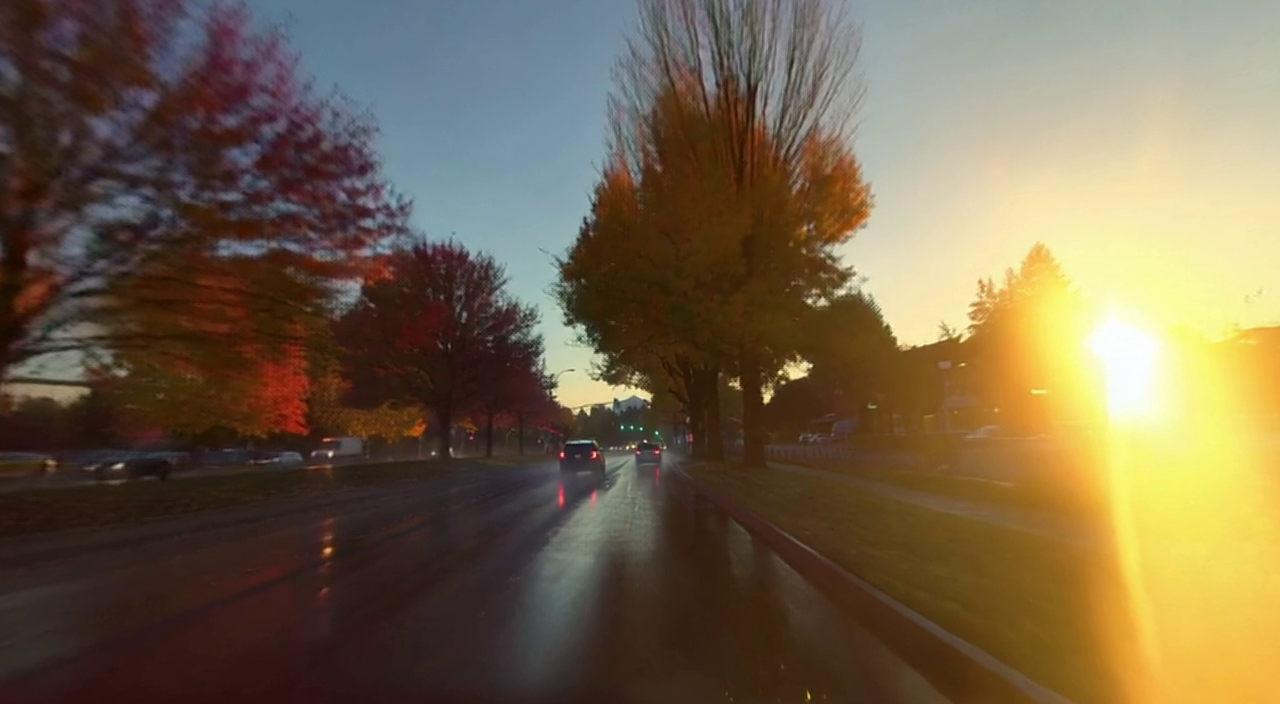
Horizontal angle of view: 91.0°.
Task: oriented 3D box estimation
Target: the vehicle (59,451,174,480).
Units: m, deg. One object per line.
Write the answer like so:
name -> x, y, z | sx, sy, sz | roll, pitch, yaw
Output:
vehicle -> -30.505, 6.606, 36.986 | 1.822, 1.522, 5.556 | 0, -9, 2

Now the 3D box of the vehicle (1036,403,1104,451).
vehicle -> 23.133, 4.096, 33.985 | 2.320, 2.489, 2.049 | -2, -9, 17

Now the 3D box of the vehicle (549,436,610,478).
vehicle -> -2.649, 4.719, 28.537 | 2.197, 1.709, 4.069 | 0, -9, 2

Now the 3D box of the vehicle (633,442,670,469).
vehicle -> 0.677, 6.084, 37.282 | 2.040, 1.493, 3.682 | 0, -9, 1

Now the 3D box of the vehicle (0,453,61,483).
vehicle -> -33.708, 6.144, 33.380 | 1.773, 1.477, 4.319 | 0, -9, 2
